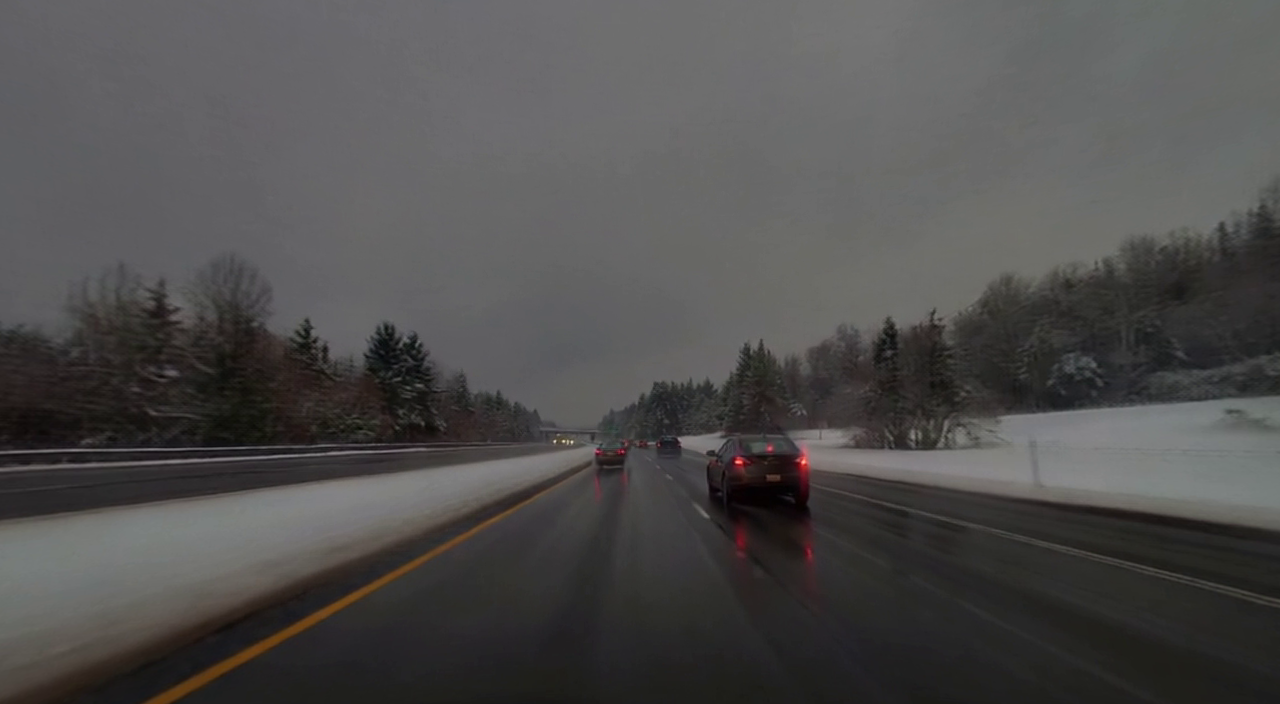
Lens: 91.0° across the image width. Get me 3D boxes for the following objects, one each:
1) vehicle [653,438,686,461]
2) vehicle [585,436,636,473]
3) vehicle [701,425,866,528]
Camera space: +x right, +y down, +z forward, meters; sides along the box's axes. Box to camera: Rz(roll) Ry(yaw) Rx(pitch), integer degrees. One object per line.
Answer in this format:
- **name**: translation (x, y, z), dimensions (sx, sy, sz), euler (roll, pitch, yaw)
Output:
- **vehicle**: translation (2.070, 7.052, 45.485), dimensions (2.146, 1.546, 3.796), euler (0, -8, -1)
- **vehicle**: translation (-1.334, 4.710, 29.205), dimensions (2.178, 1.559, 4.254), euler (0, -8, -2)
- **vehicle**: translation (2.490, 2.319, 12.435), dimensions (2.055, 1.566, 5.046), euler (-1, -8, 0)
